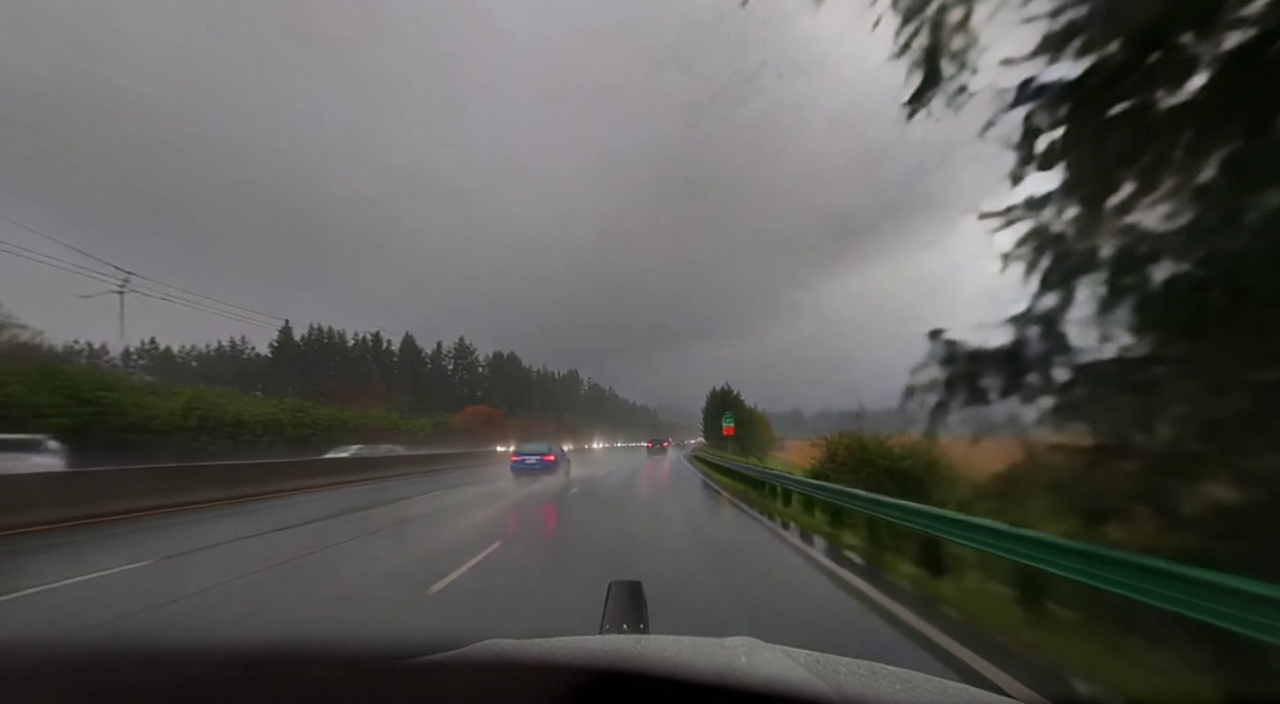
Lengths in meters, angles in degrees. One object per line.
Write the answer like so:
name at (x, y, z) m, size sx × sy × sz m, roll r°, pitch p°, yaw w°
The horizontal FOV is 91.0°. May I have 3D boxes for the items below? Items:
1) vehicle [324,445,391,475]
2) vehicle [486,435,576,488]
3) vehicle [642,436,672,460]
vehicle at (-15.474, 5.910, 34.709) m, size 1.698 × 1.451 × 4.135 m, roll 0°, pitch -8°, yaw 1°
vehicle at (-3.412, 3.514, 20.656) m, size 2.021 × 1.515 × 4.453 m, roll 0°, pitch -8°, yaw 2°
vehicle at (1.331, 7.367, 48.592) m, size 2.176 × 1.725 × 4.182 m, roll 0°, pitch -8°, yaw 2°
